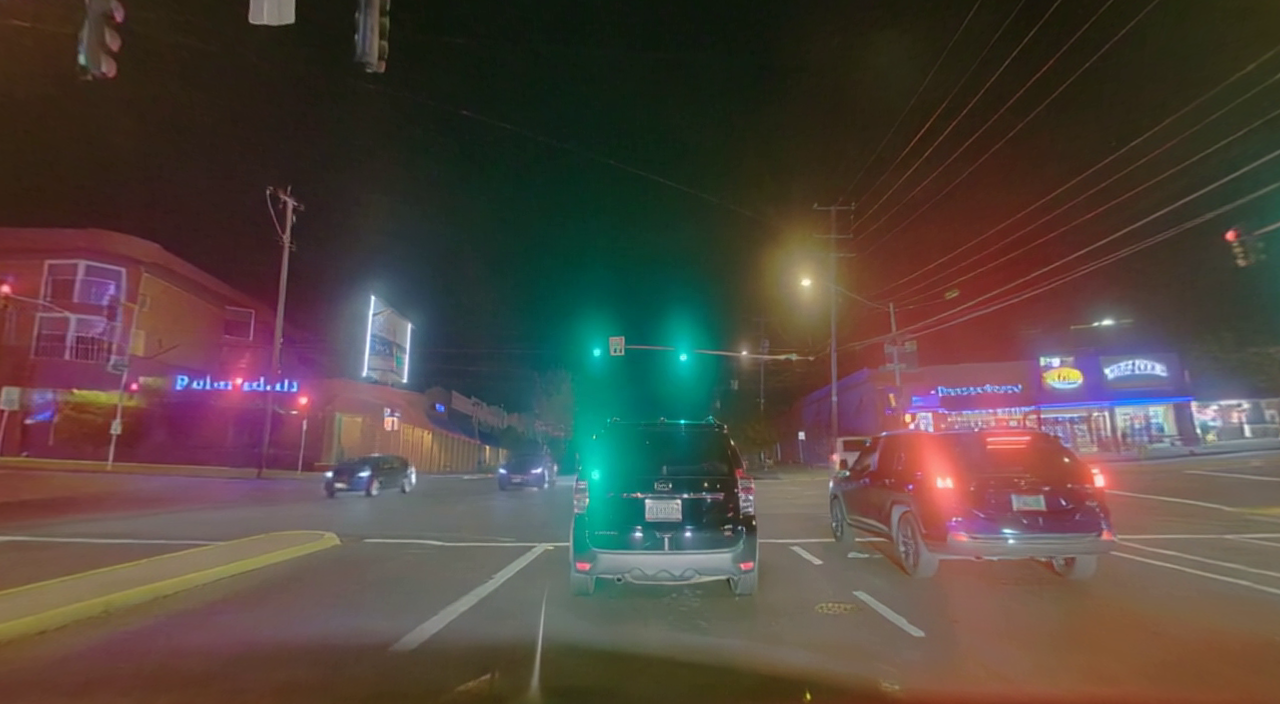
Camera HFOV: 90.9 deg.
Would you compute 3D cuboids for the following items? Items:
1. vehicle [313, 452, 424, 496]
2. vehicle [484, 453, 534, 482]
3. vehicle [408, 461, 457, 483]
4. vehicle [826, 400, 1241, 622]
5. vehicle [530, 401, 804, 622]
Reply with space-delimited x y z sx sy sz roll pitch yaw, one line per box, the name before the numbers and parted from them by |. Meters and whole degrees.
vehicle | -10.290 4.624 24.357 1.911 1.461 4.691 -1 -8 4
vehicle | -8.958 7.921 43.480 2.029 1.776 4.711 -1 -8 6
vehicle | -15.491 8.960 47.265 1.875 1.475 4.449 -1 -8 5
vehicle | 3.612 1.518 6.968 1.976 1.664 4.189 -1 -8 2
vehicle | 0.258 1.508 6.821 2.098 1.682 3.778 0 -8 2
